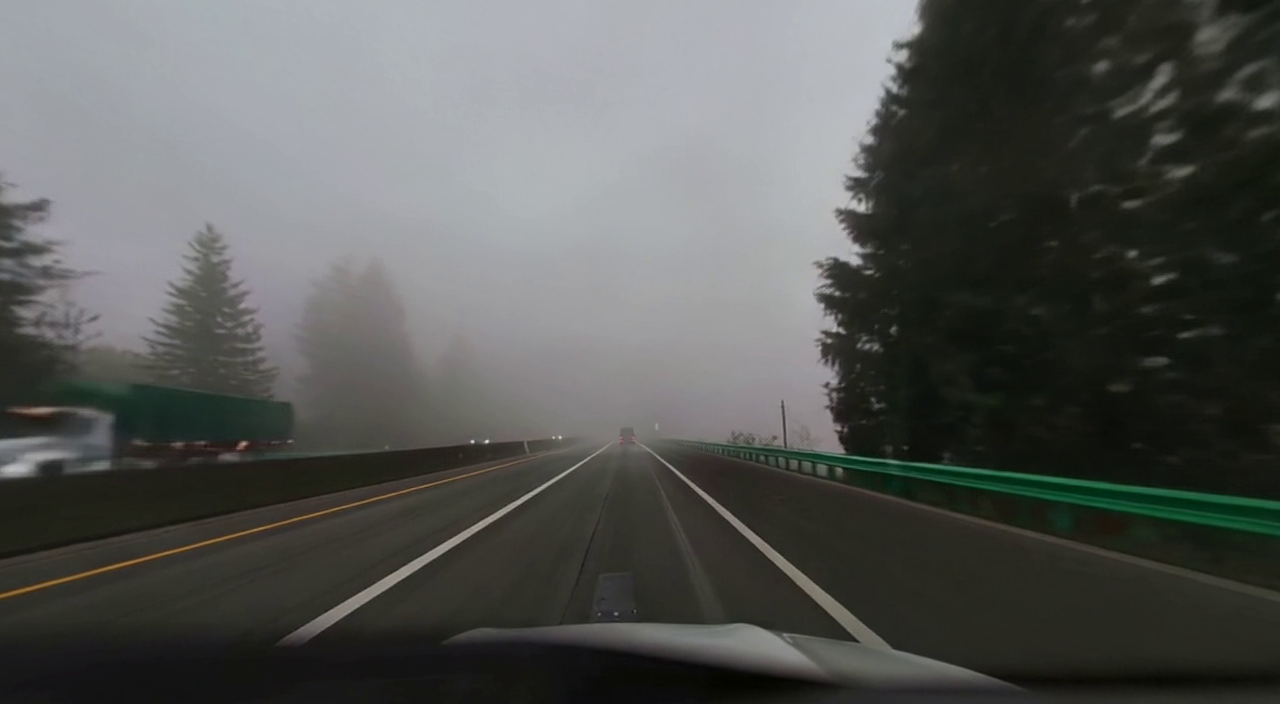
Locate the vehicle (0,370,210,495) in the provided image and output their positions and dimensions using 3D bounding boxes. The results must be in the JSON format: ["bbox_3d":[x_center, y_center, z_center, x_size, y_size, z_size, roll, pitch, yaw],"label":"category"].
[{"bbox_3d":[-17.360,2.577,20.263,2.903,3.412,5.821,0,-7,-2],"label":"vehicle"}]
